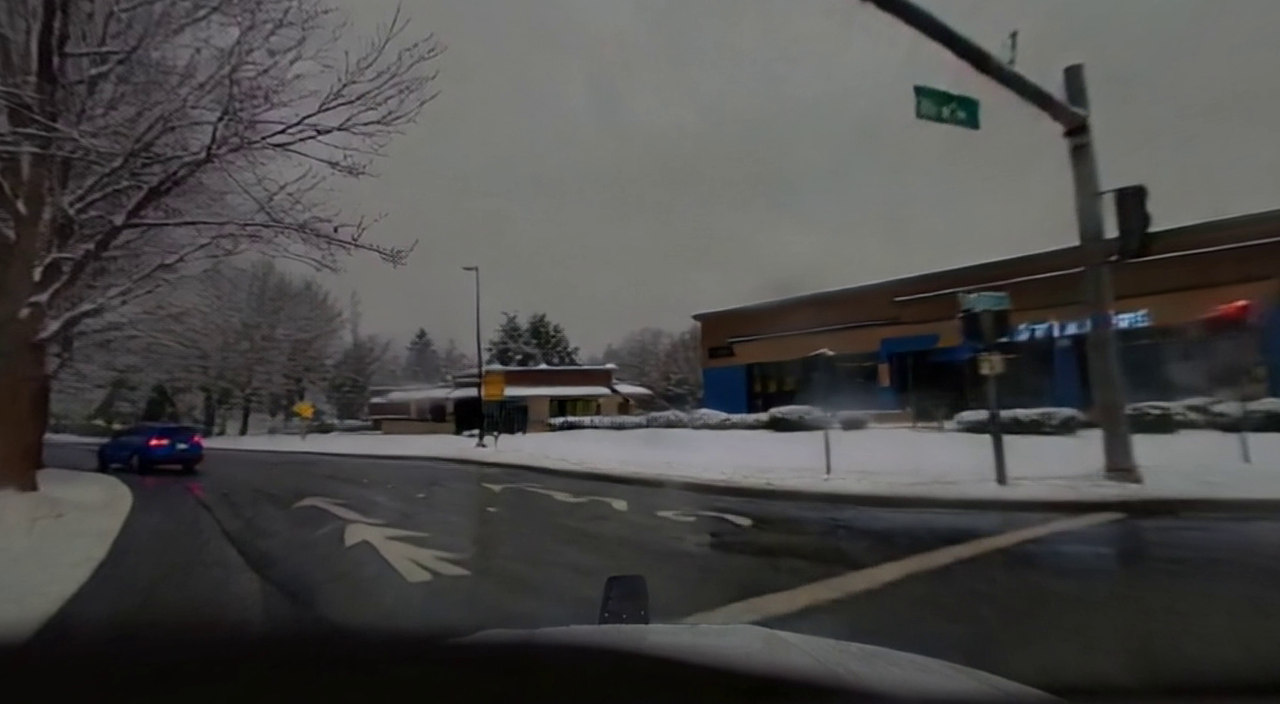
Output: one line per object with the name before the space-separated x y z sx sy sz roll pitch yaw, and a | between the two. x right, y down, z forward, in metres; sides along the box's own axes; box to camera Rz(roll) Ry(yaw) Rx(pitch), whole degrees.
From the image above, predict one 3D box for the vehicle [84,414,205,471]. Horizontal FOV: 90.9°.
vehicle | -18.026 3.237 22.864 5.110 1.814 2.146 -6 -9 38
